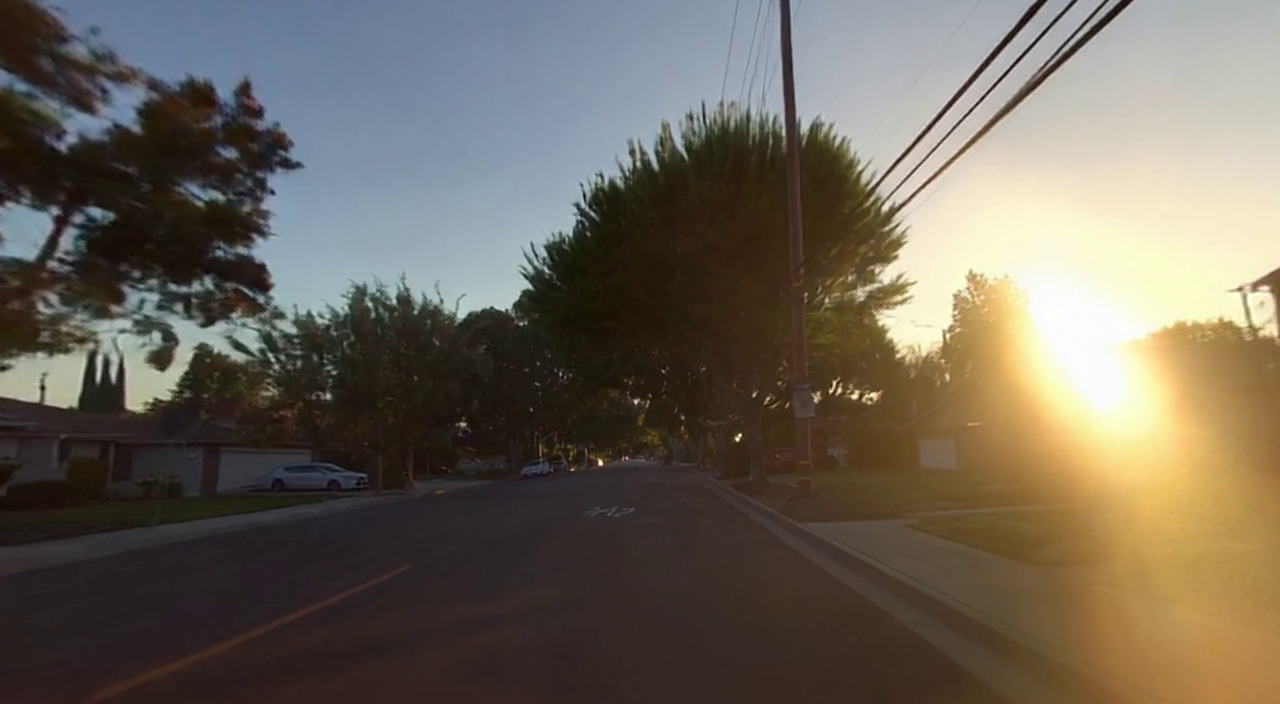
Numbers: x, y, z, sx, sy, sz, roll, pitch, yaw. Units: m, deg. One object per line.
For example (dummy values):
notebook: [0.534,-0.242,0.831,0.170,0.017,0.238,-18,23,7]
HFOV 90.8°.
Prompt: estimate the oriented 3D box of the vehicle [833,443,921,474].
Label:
vehicle: [13.021,5.876,34.890,4.122,1.610,1.888,0,-9,2]

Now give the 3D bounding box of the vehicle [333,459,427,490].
vehicle: [-14.232,6.688,34.711,4.260,1.588,1.927,-1,-9,6]

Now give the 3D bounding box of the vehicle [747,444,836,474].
vehicle: [9.366,6.678,39.407,4.952,1.775,2.089,0,-9,0]

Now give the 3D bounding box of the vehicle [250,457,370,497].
vehicle: [-15.147,5.705,29.091,4.500,1.714,1.924,-1,-9,7]
